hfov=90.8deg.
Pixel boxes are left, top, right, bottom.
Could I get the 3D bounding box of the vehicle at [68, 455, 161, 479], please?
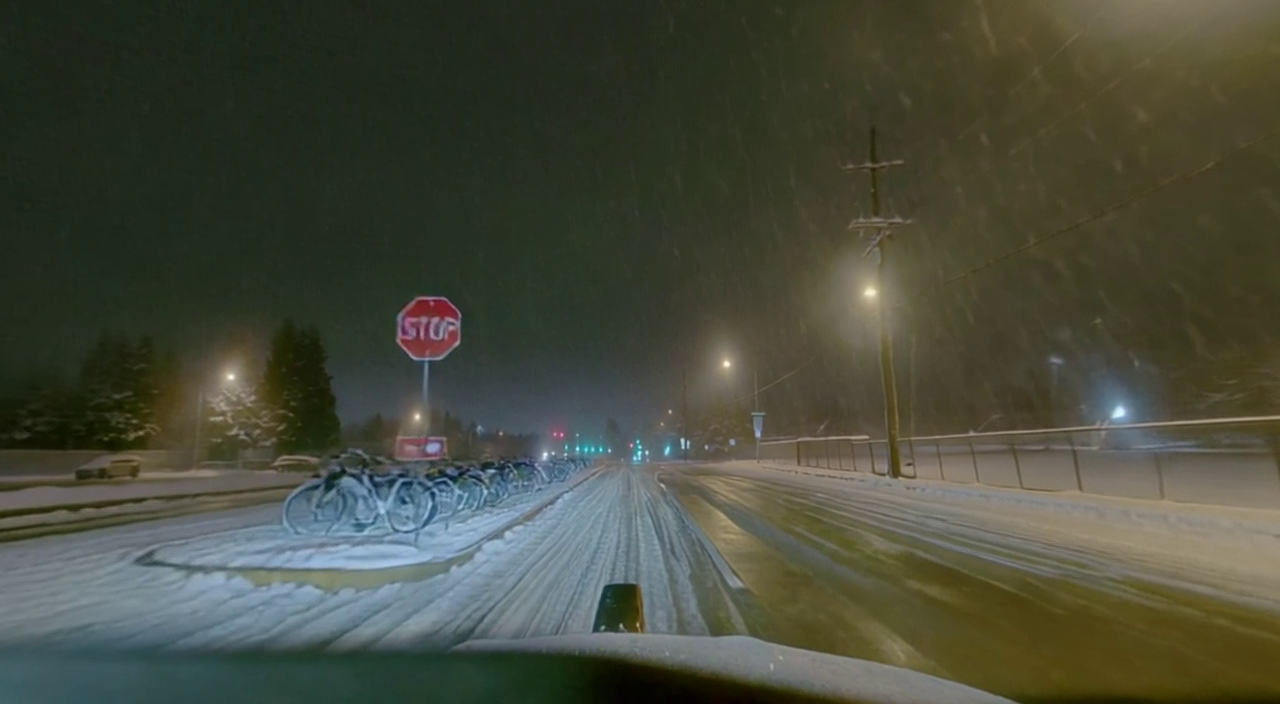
[{"bbox_3d":[-33.868,7.406,40.800,4.327,1.402,1.757,0,-9,-4],"label":"vehicle"}]
